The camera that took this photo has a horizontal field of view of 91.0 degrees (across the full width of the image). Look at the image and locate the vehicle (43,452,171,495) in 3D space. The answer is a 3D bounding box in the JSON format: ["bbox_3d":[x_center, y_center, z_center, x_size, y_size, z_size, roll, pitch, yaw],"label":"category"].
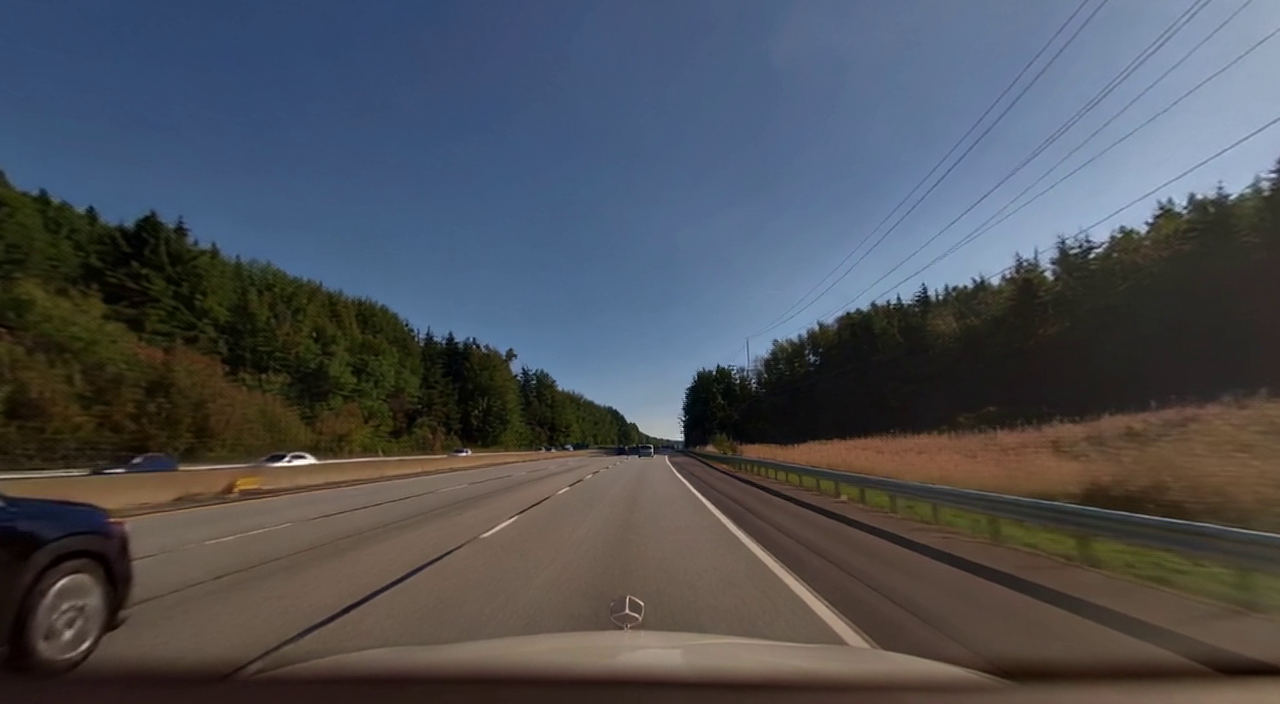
[{"bbox_3d":[-19.887,4.529,23.706,1.701,1.400,3.522,0,-8,0],"label":"vehicle"}]

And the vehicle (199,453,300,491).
[{"bbox_3d":[-16.597,5.089,27.020,1.660,1.411,4.041,0,-8,2],"label":"vehicle"}]
